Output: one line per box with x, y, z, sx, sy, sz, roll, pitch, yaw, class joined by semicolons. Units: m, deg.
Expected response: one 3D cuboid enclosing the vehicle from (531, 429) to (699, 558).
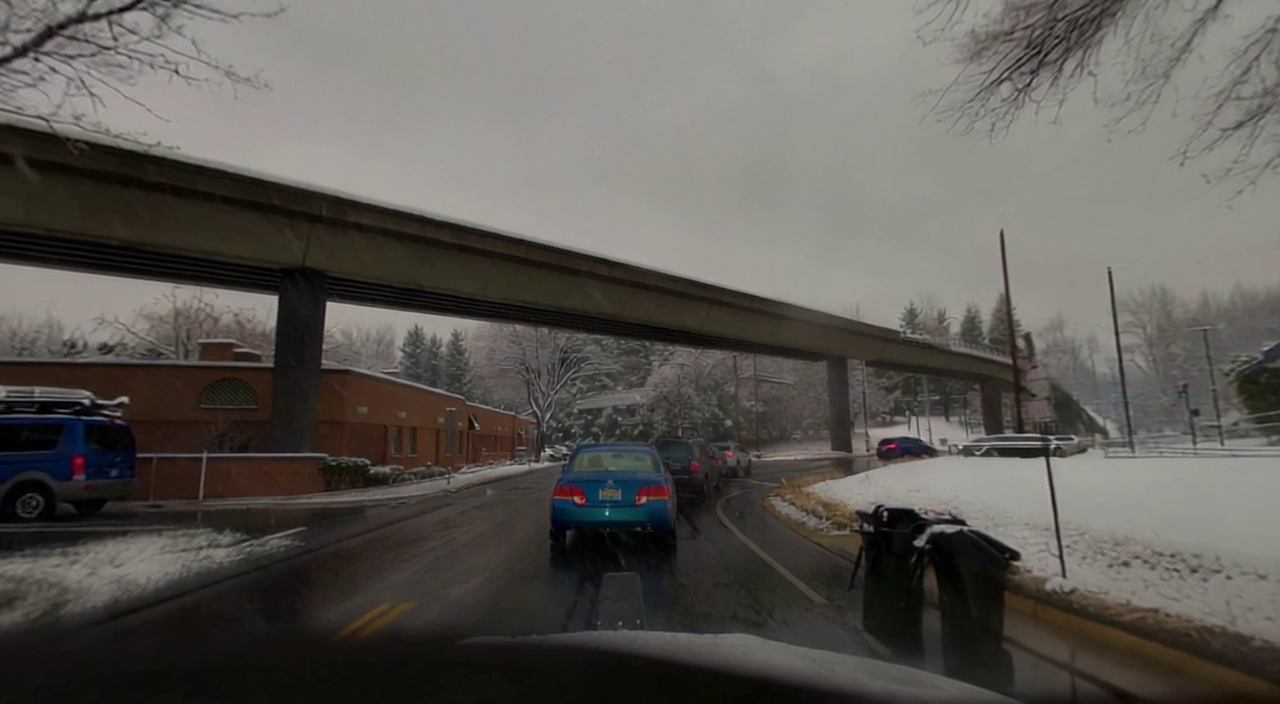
-0.235;2.116;10.258;2.087;1.578;4.652;0;-9;2;vehicle

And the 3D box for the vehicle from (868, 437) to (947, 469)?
16.434;6.179;38.729;4.425;1.828;2.032;4;-10;-28;vehicle

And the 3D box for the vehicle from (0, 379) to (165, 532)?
-13.517;2.075;12.909;5.356;2.762;2.644;0;-9;1;vehicle
